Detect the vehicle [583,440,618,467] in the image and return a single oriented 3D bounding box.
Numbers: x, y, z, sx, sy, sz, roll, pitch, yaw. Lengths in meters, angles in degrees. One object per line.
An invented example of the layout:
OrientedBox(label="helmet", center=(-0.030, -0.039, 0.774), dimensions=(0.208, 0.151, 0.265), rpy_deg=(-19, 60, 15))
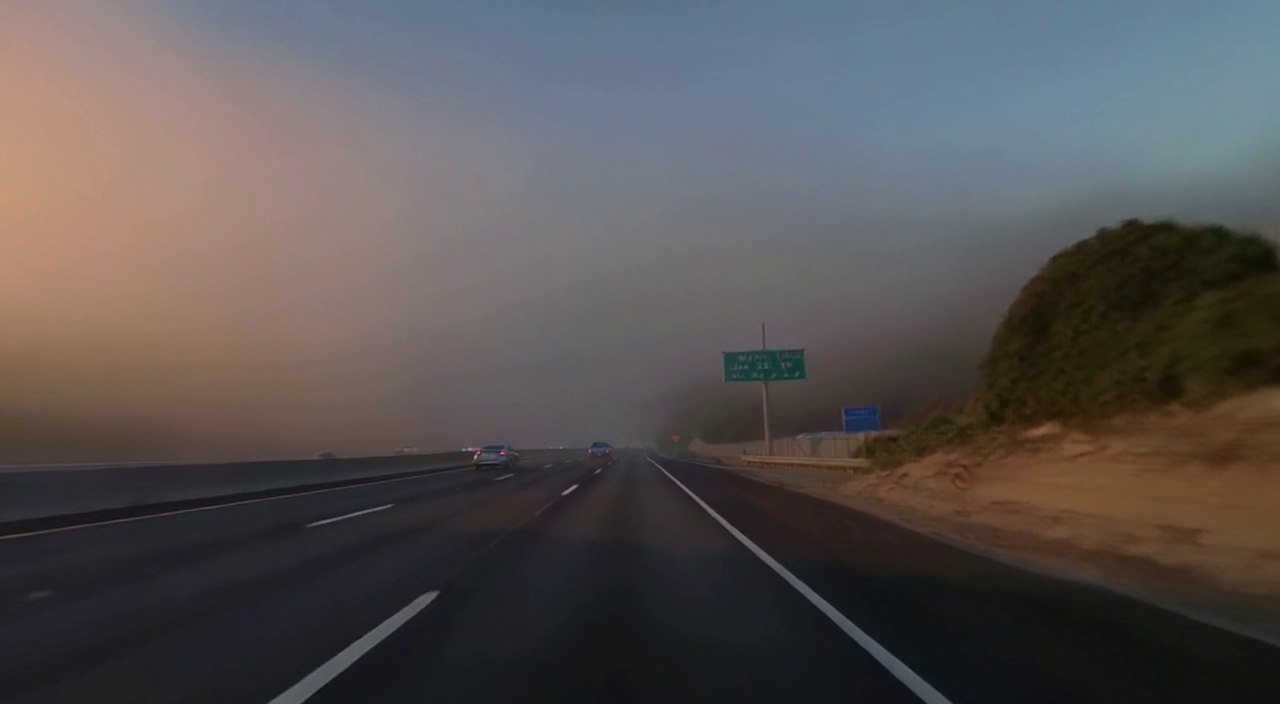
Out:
OrientedBox(label="vehicle", center=(-2.697, 7.074, 44.165), dimensions=(2.029, 1.753, 4.718), rpy_deg=(0, -9, 1))

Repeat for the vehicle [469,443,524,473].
OrientedBox(label="vehicle", center=(-7.764, 5.785, 34.626), dimensions=(1.930, 1.508, 4.567), rpy_deg=(0, -9, 0))
